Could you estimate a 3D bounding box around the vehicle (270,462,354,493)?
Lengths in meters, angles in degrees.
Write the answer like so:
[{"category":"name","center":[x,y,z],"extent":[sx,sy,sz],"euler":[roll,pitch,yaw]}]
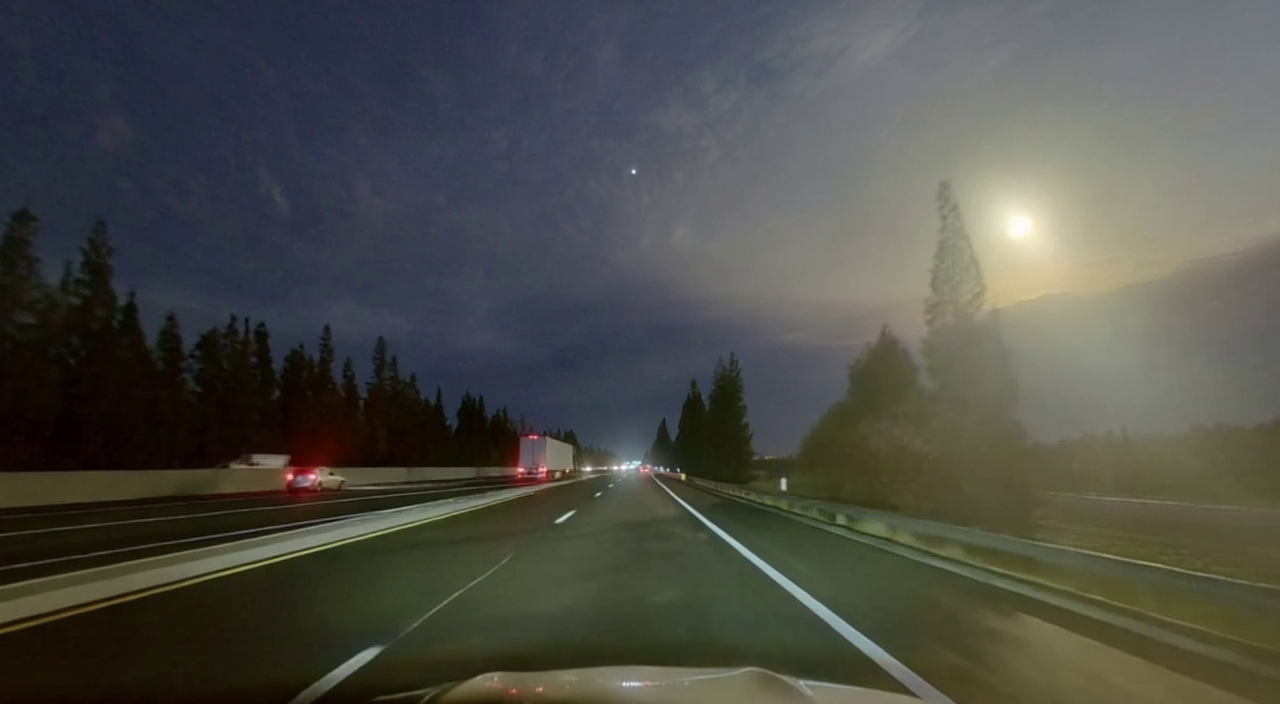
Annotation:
[{"category":"vehicle","center":[-16.431,6.295,31.798],"extent":[1.745,1.430,4.252],"euler":[0,-10,3]}]
